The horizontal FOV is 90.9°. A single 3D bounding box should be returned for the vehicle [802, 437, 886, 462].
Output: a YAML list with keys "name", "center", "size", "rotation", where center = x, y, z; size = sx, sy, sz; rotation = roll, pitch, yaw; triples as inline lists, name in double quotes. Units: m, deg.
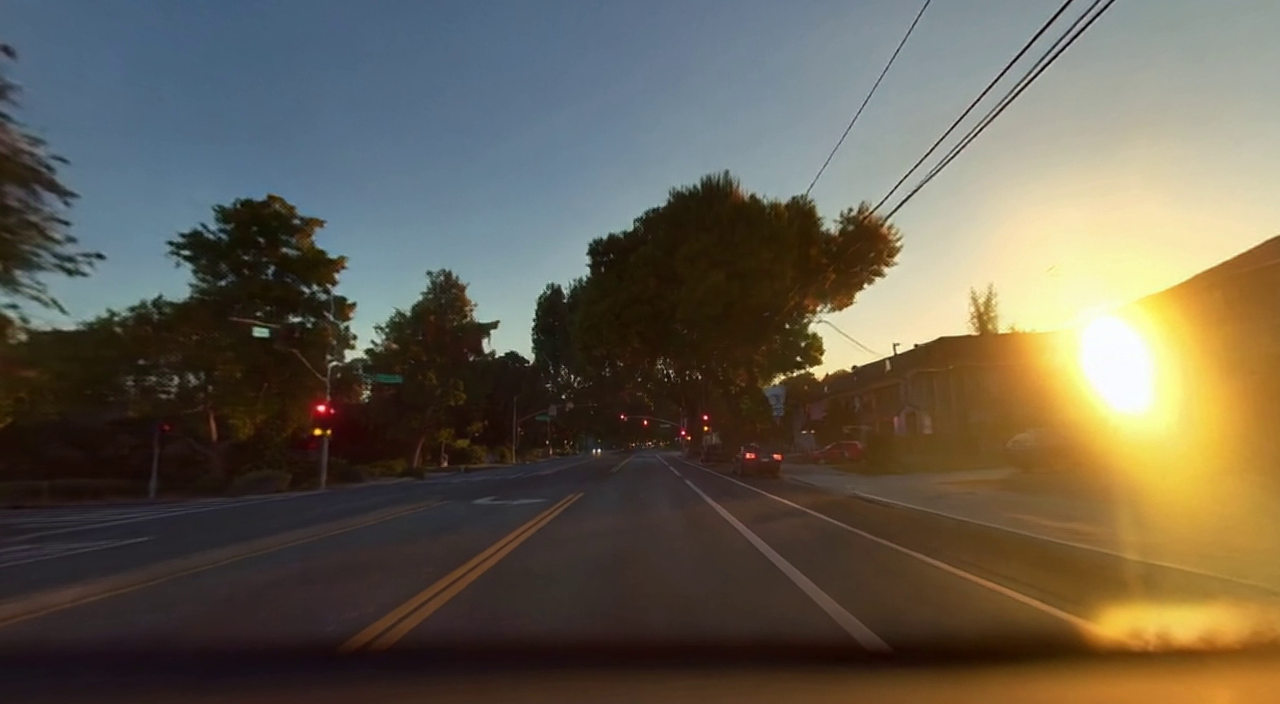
- name: "vehicle"
  center: [12.396, 5.949, 38.534]
  size: [4.502, 1.470, 1.839]
  rotation: [0, -8, -1]

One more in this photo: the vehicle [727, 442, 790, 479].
- name: "vehicle"
  center: [5.265, 4.879, 28.675]
  size: [2.032, 1.478, 5.040]
  rotation: [0, -8, 2]

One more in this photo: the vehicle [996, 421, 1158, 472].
- name: "vehicle"
  center: [14.036, 3.064, 20.453]
  size: [3.745, 1.540, 1.951]
  rotation: [0, -8, 1]
